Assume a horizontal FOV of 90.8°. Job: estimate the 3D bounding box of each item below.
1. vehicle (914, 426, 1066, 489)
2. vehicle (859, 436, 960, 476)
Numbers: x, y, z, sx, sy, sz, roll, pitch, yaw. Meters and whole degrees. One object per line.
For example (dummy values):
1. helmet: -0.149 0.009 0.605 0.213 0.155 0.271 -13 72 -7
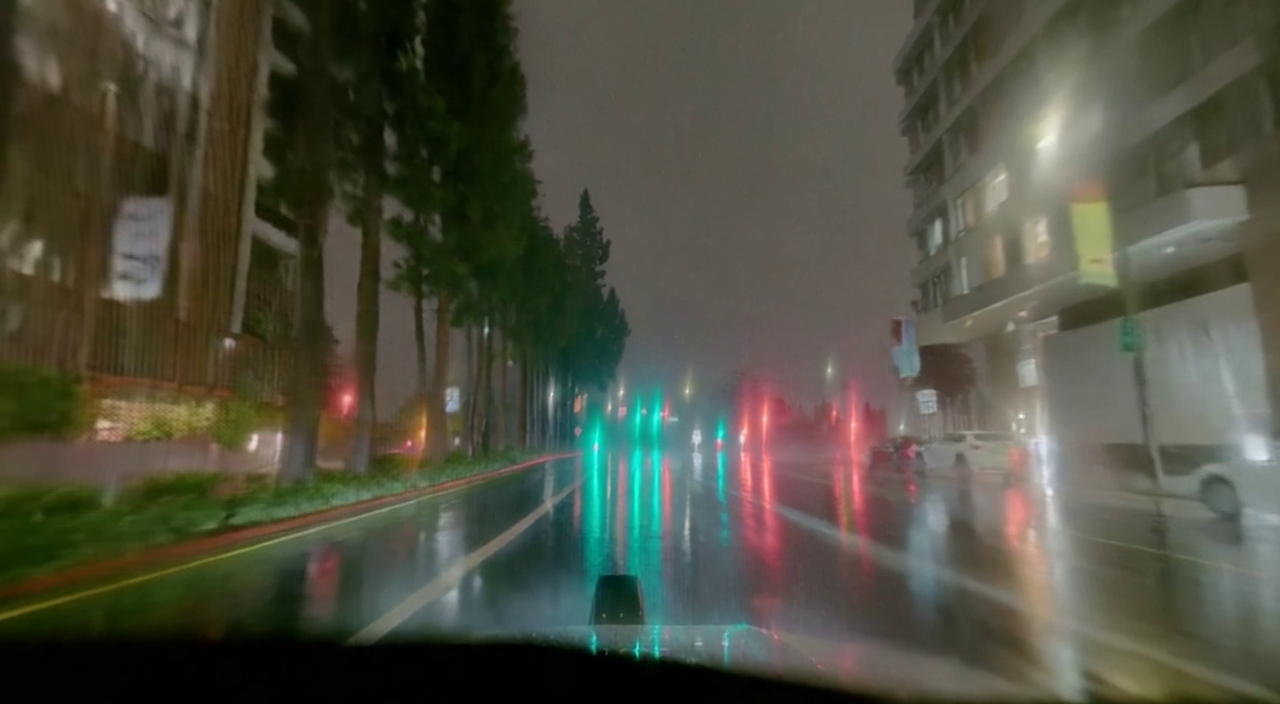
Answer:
1. vehicle: 10.724 3.274 19.903 1.947 1.716 4.861 0 -9 -1
2. vehicle: 10.852 4.232 25.910 2.043 1.491 4.627 0 -9 -1
